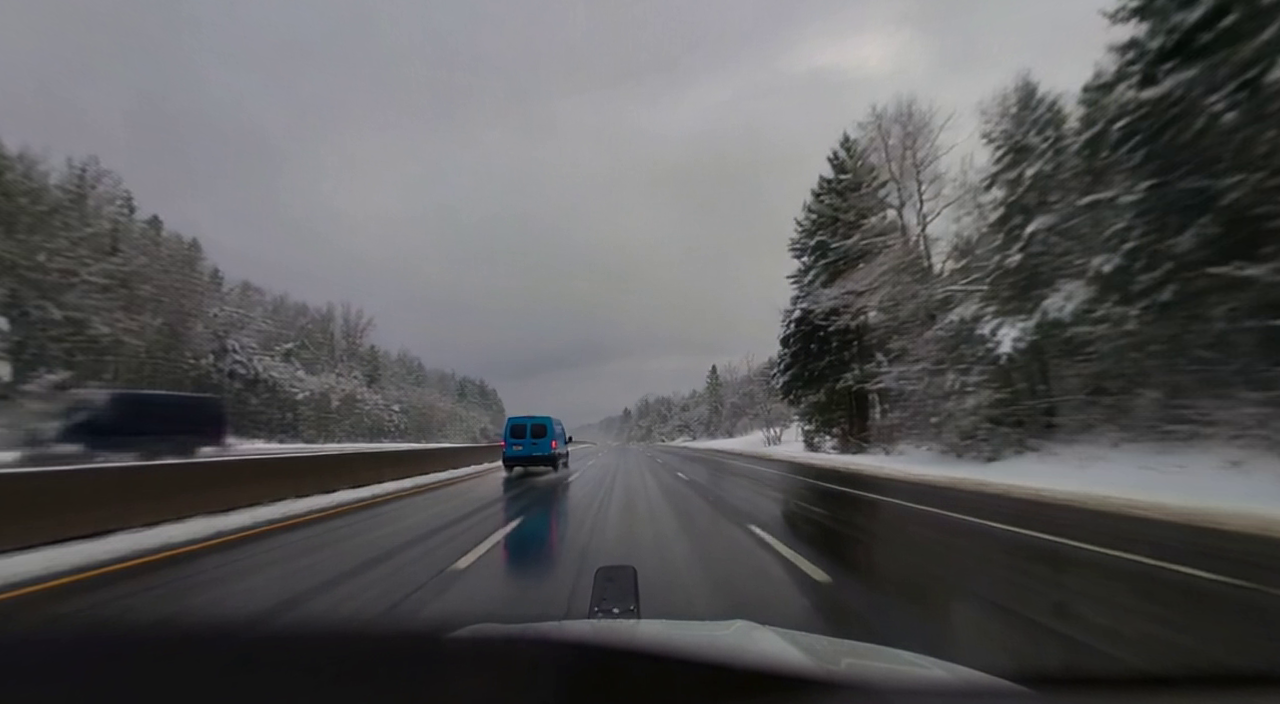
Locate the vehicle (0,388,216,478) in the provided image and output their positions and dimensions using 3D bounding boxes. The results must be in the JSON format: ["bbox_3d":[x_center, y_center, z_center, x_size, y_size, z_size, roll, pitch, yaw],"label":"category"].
[{"bbox_3d":[-19.500,2.990,23.222,2.695,2.766,7.348,0,-8,-1],"label":"vehicle"}]

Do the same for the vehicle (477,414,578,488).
[{"bbox_3d":[-3.302,3.021,19.648,2.297,2.011,4.736,0,-8,0],"label":"vehicle"}]
